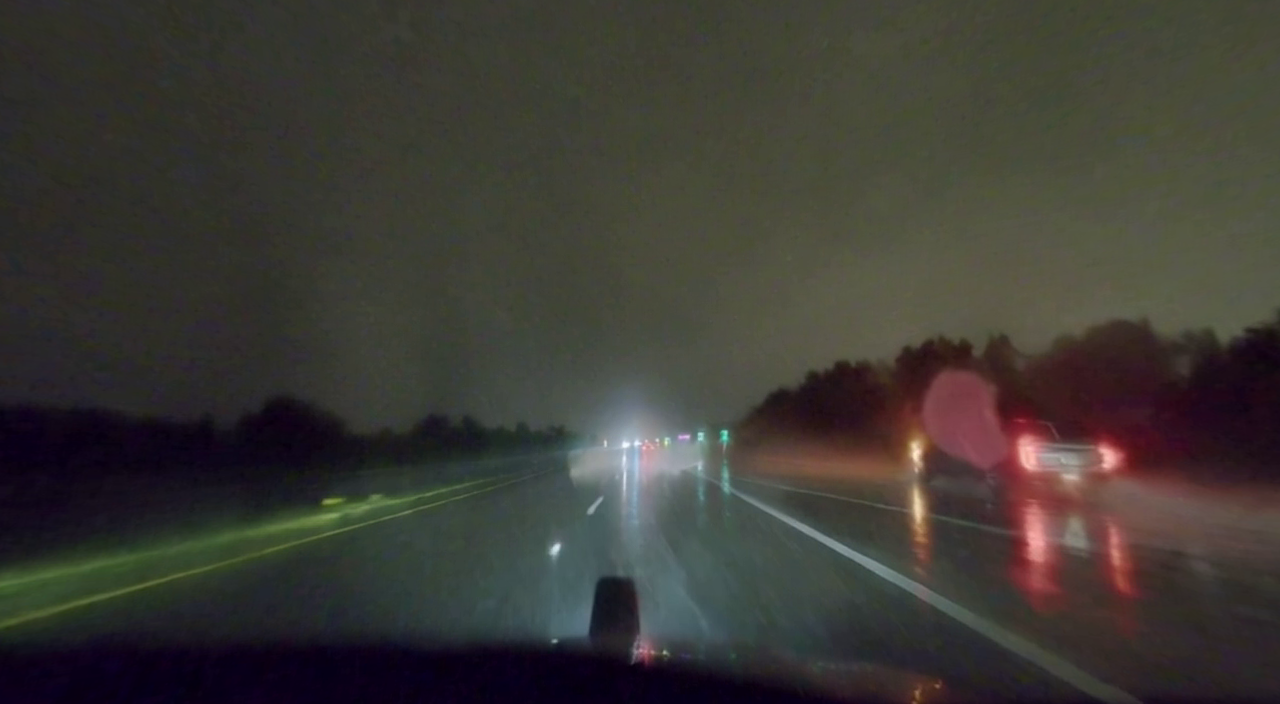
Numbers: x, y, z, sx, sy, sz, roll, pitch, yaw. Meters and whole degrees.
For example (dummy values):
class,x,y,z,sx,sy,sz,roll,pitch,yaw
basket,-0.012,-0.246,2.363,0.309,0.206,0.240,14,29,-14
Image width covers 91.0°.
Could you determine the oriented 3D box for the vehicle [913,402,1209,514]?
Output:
class,x,y,z,sx,sy,sz,roll,pitch,yaw
vehicle,8.525,2.220,13.638,2.328,1.916,5.227,1,-8,-7
